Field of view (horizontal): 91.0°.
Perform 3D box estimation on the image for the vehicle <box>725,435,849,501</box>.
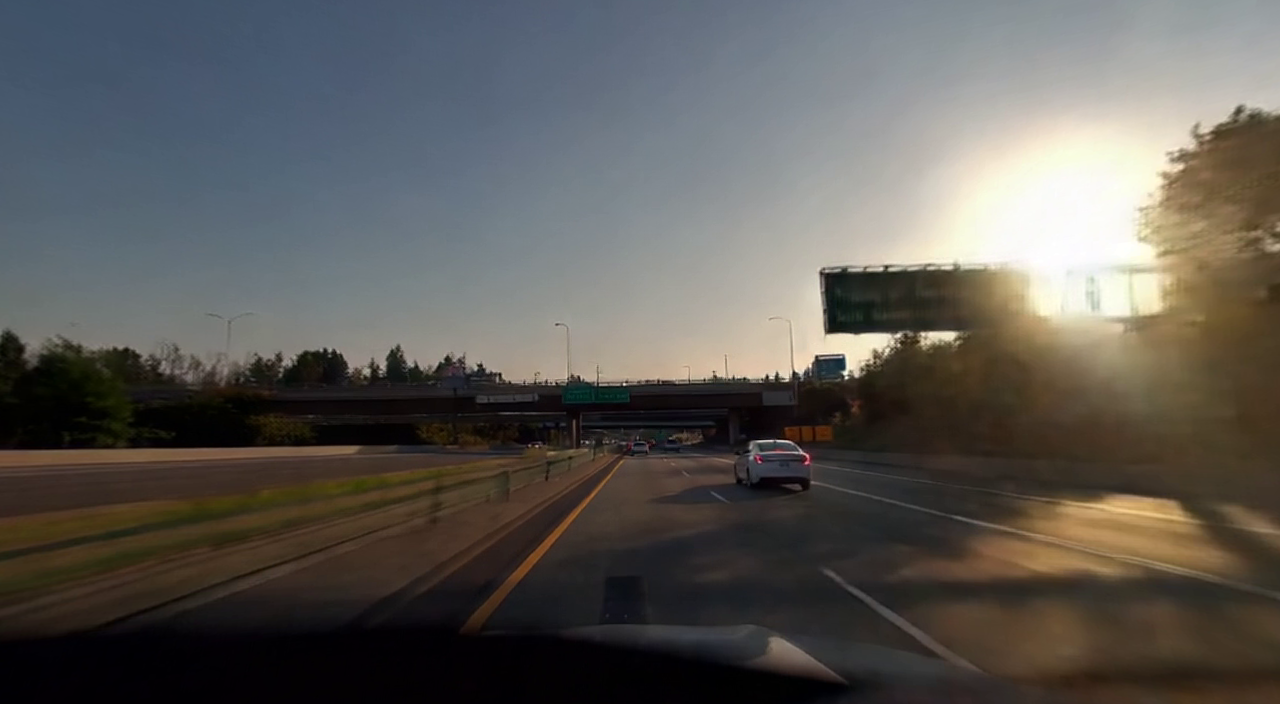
[{"bbox_3d":[3.621,2.941,16.480,2.091,1.482,4.522,0,-8,-1],"label":"vehicle"}]
